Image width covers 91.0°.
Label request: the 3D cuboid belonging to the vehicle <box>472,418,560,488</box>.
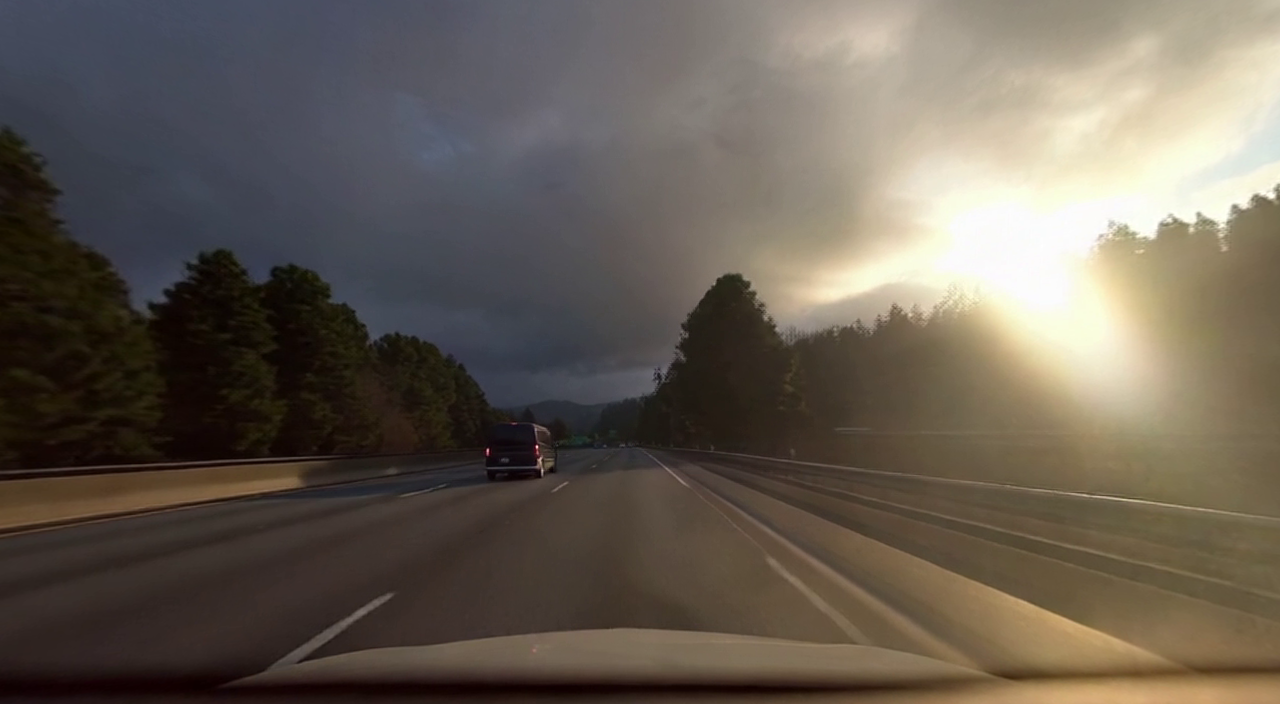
[{"bbox_3d":[-3.946,3.307,20.872,1.976,2.029,4.737,-1,-8,0],"label":"vehicle"}]
